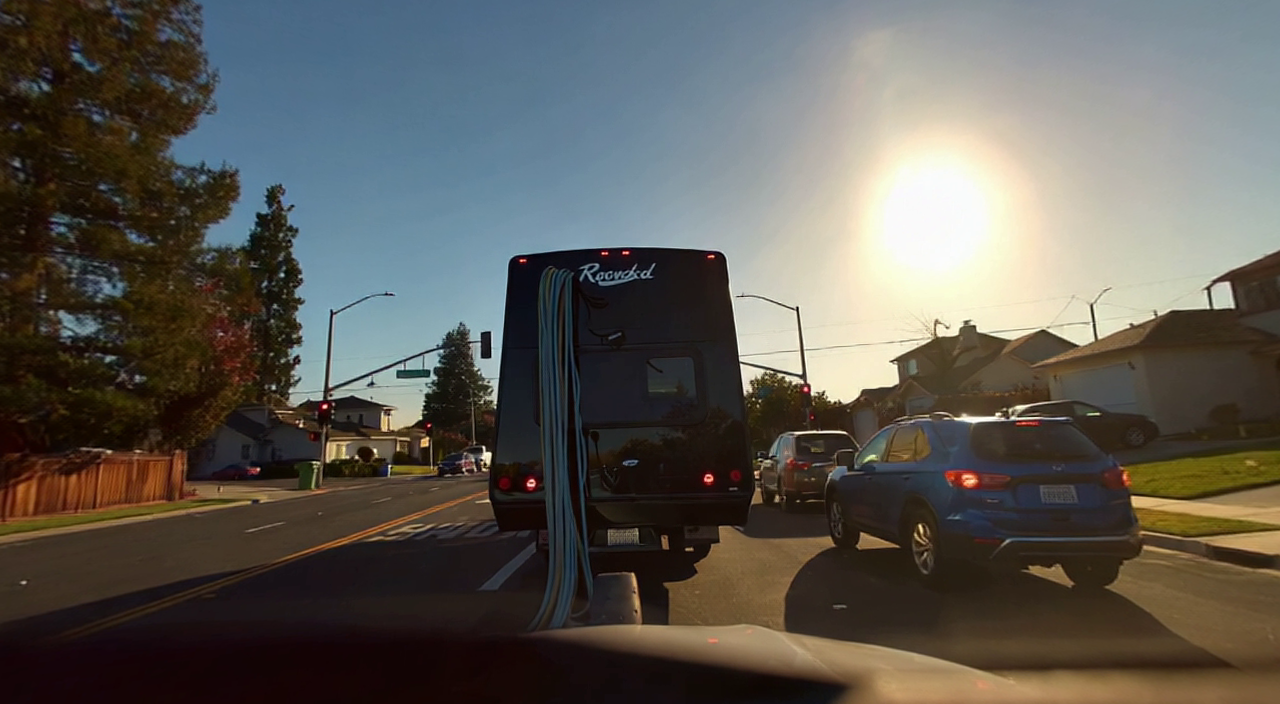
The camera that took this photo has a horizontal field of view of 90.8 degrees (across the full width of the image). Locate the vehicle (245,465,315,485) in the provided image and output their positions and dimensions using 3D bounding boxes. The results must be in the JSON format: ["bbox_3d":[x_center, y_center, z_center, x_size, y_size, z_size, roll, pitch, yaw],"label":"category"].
[{"bbox_3d":[-27.417,9.351,48.138,4.187,1.445,1.809,0,-9,0],"label":"vehicle"}]

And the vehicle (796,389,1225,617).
[{"bbox_3d":[3.406,1.492,7.137,2.104,1.735,4.408,0,-9,0],"label":"vehicle"}]

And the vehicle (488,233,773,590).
[{"bbox_3d":[-0.099,1.126,10.327,2.709,3.511,8.213,0,-9,0],"label":"vehicle"}]

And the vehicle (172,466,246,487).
[{"bbox_3d":[-32.676,9.403,47.950,4.311,1.458,1.707,0,-9,-3],"label":"vehicle"}]
